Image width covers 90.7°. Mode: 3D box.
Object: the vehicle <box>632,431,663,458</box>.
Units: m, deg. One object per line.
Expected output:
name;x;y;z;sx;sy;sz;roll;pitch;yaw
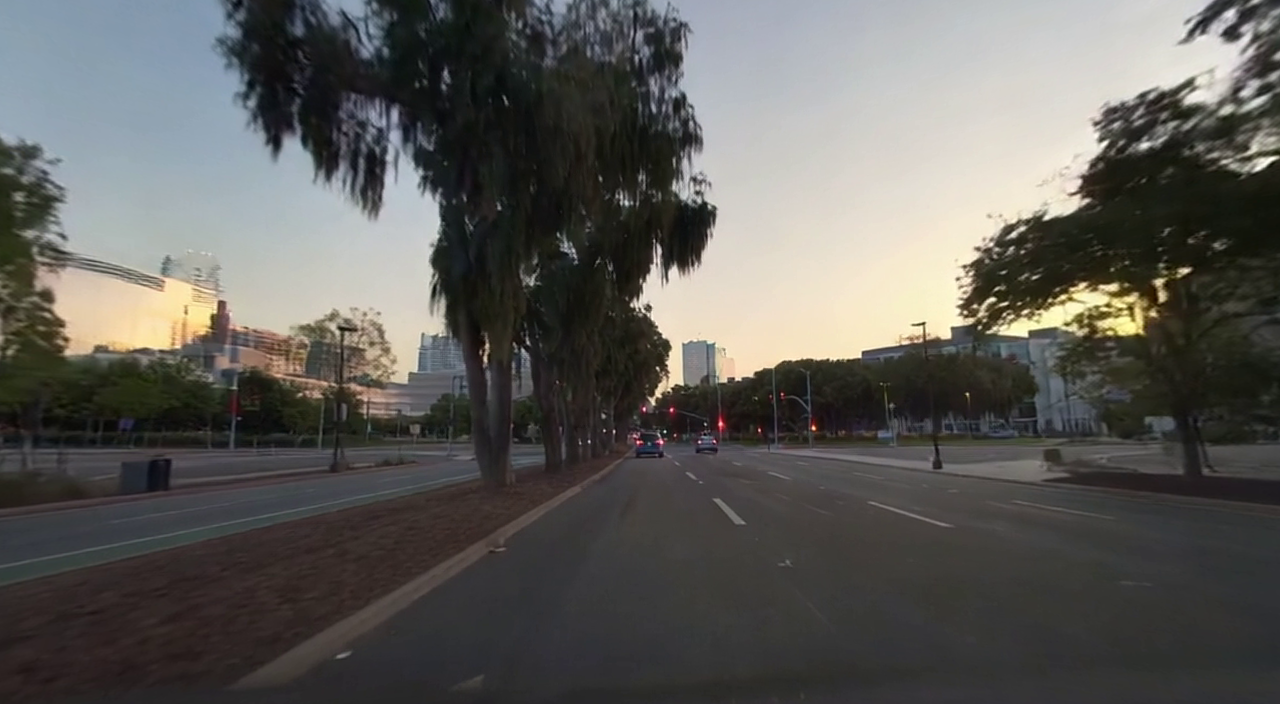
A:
vehicle;0.615;7.094;48.539;2.267;1.926;4.708;0;-8;1

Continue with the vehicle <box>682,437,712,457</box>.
vehicle;4.352;7.311;48.623;1.998;1.460;3.898;0;-8;1
